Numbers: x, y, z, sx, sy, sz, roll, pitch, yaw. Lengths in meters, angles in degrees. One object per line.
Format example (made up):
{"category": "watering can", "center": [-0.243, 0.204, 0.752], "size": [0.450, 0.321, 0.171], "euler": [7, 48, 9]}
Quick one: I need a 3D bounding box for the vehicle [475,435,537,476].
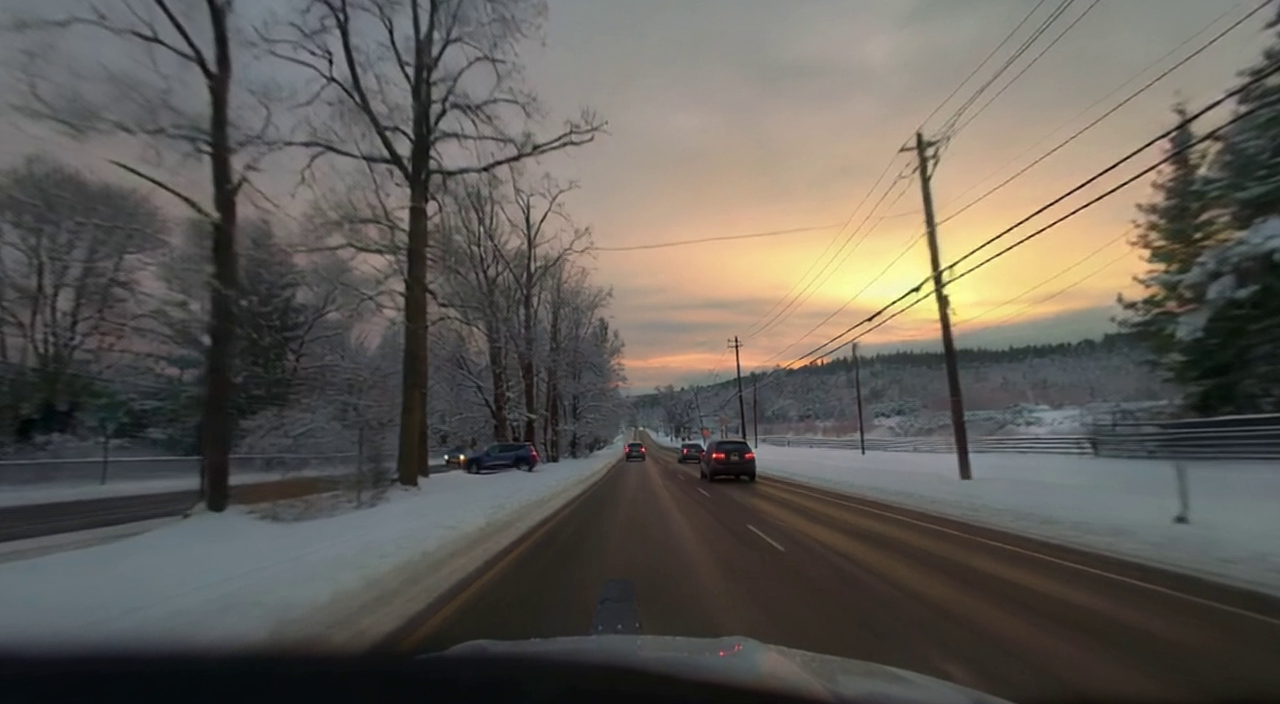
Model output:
{"category": "vehicle", "center": [-9.052, 7.025, 42.958], "size": [3.613, 2.628, 2.227], "euler": [0, -8, 2]}

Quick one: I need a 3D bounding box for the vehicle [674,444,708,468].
{"category": "vehicle", "center": [3.631, 7.449, 45.564], "size": [2.012, 1.653, 4.115], "euler": [0, -8, -1]}

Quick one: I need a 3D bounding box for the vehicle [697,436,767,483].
{"category": "vehicle", "center": [3.769, 4.502, 26.820], "size": [2.112, 1.825, 4.574], "euler": [0, -8, -2]}
